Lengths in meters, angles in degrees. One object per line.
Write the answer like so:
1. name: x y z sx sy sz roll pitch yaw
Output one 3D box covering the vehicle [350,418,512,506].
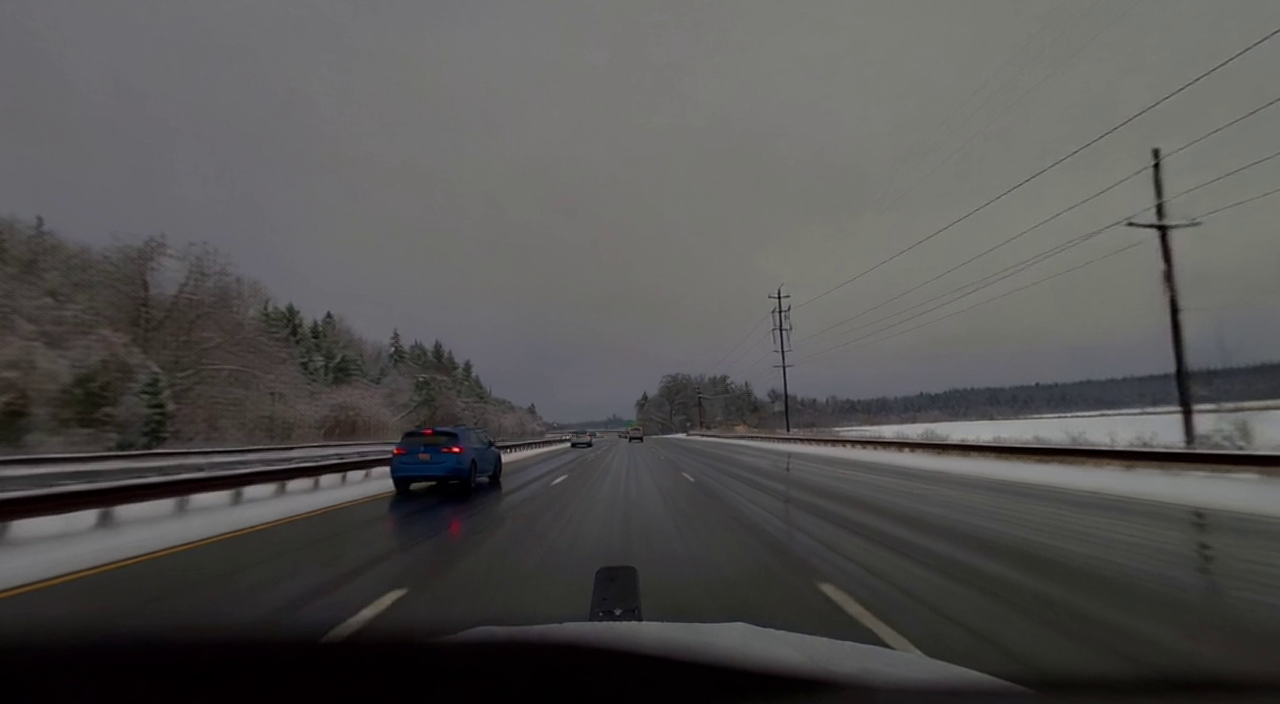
1. vehicle: -4.205 2.266 13.495 2.023 1.580 4.259 0 -8 0
